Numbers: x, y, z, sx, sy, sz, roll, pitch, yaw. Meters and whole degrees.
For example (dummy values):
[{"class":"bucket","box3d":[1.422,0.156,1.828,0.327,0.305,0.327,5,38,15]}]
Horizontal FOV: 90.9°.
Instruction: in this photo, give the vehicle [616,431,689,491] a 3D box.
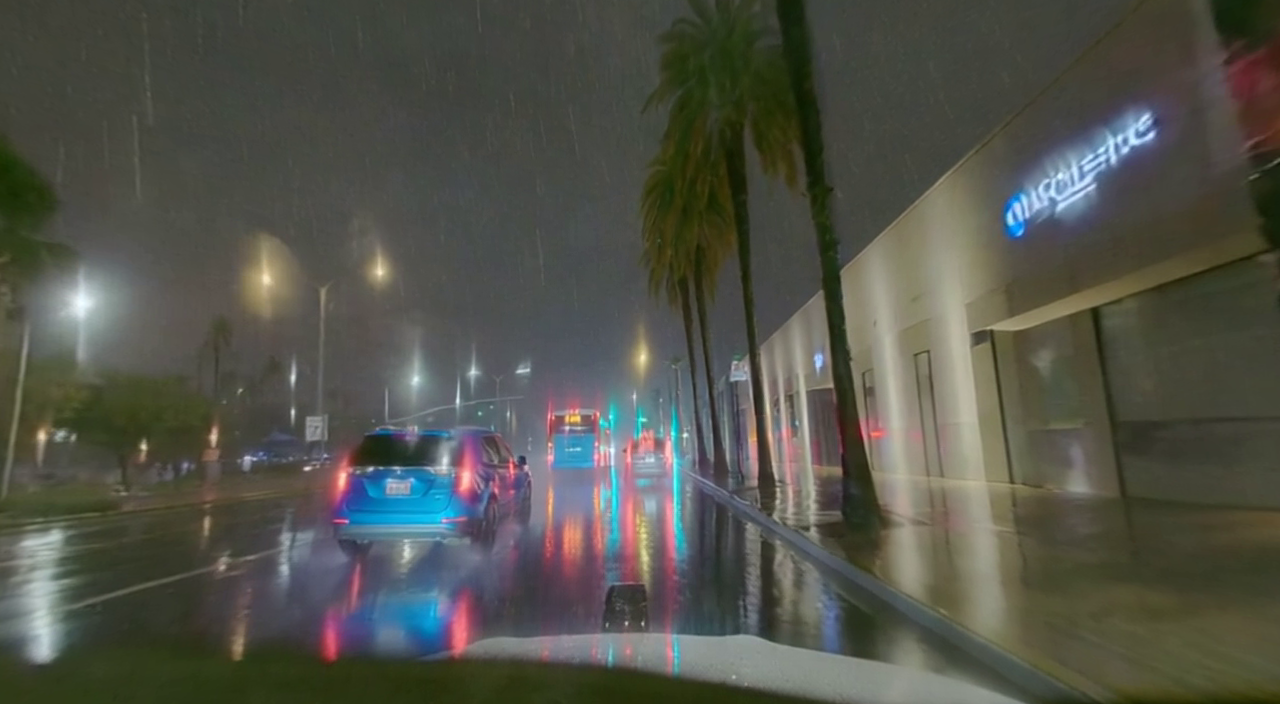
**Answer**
[{"class":"vehicle","box3d":[0.368,3.477,20.437,2.120,1.727,3.917,0,-8,0]}]

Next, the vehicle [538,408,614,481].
[{"class":"vehicle","box3d":[-2.881,4.537,30.997,2.775,3.064,8.297,0,-8,1]}]

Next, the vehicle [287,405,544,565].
[{"class":"vehicle","box3d":[-2.896,1.845,9.487,2.124,1.799,4.587,0,-8,1]}]
